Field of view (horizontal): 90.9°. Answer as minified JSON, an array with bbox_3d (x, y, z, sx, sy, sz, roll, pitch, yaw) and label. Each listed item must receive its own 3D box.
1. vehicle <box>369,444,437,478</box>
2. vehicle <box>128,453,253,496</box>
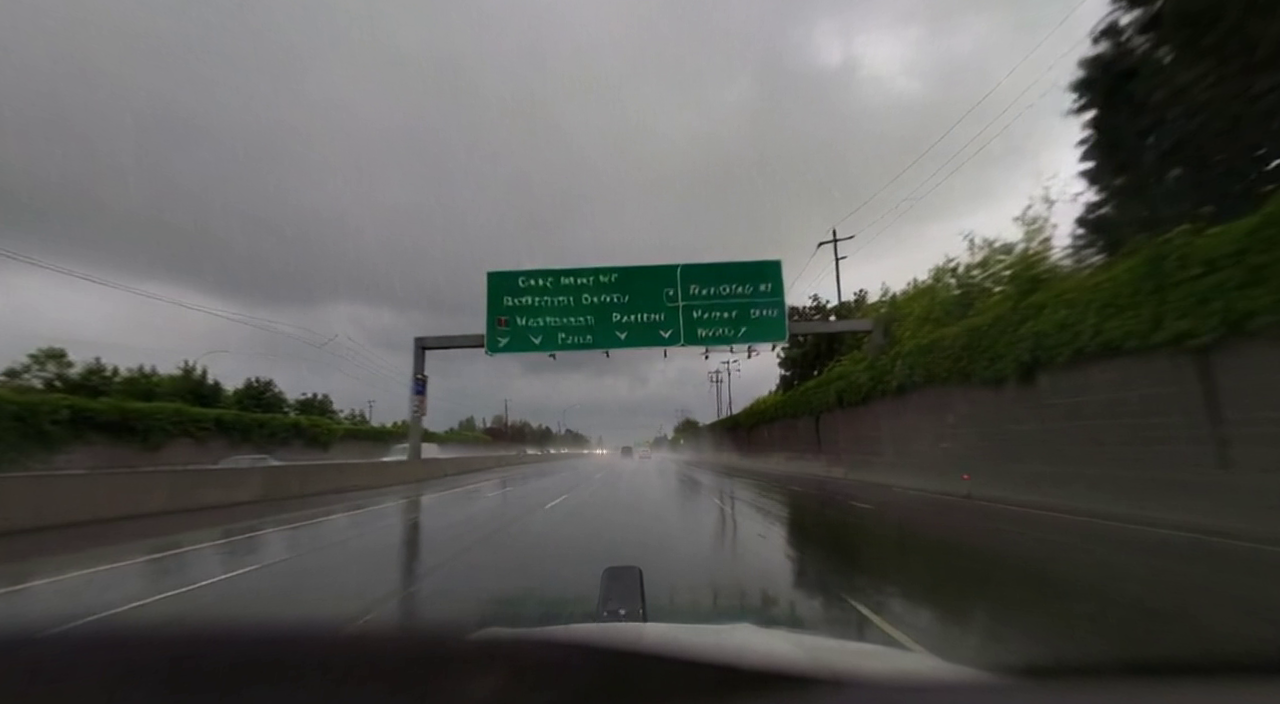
[{"bbox_3d":[-12.668,5.843,34.021,1.927,1.652,4.319,0,-9,1],"label":"vehicle"},{"bbox_3d":[-16.945,4.607,24.051,1.843,1.462,3.906,0,-9,0],"label":"vehicle"}]
